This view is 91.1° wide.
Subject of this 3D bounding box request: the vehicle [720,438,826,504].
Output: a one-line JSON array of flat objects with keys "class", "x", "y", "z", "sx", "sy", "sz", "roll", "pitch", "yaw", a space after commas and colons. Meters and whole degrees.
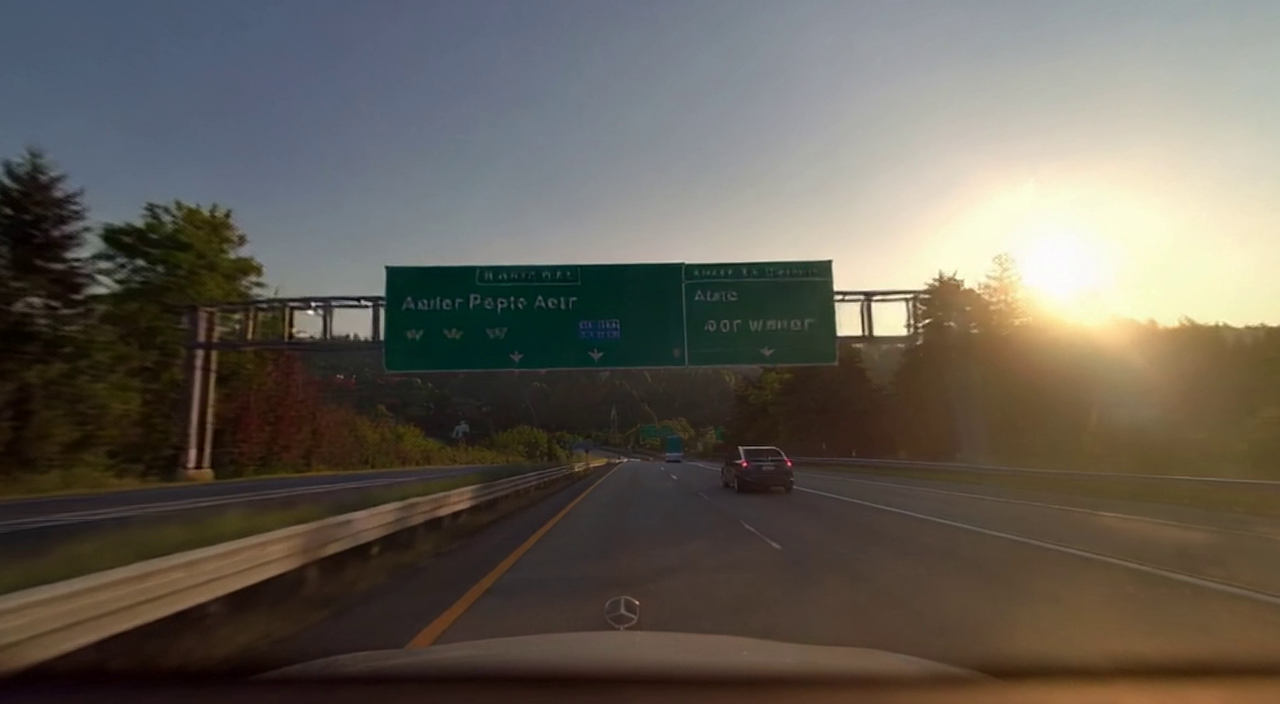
[{"class": "vehicle", "x": 3.495, "y": 3.200, "z": 17.291, "sx": 2.024, "sy": 1.579, "sz": 3.707, "roll": 0, "pitch": -9, "yaw": -1}]
